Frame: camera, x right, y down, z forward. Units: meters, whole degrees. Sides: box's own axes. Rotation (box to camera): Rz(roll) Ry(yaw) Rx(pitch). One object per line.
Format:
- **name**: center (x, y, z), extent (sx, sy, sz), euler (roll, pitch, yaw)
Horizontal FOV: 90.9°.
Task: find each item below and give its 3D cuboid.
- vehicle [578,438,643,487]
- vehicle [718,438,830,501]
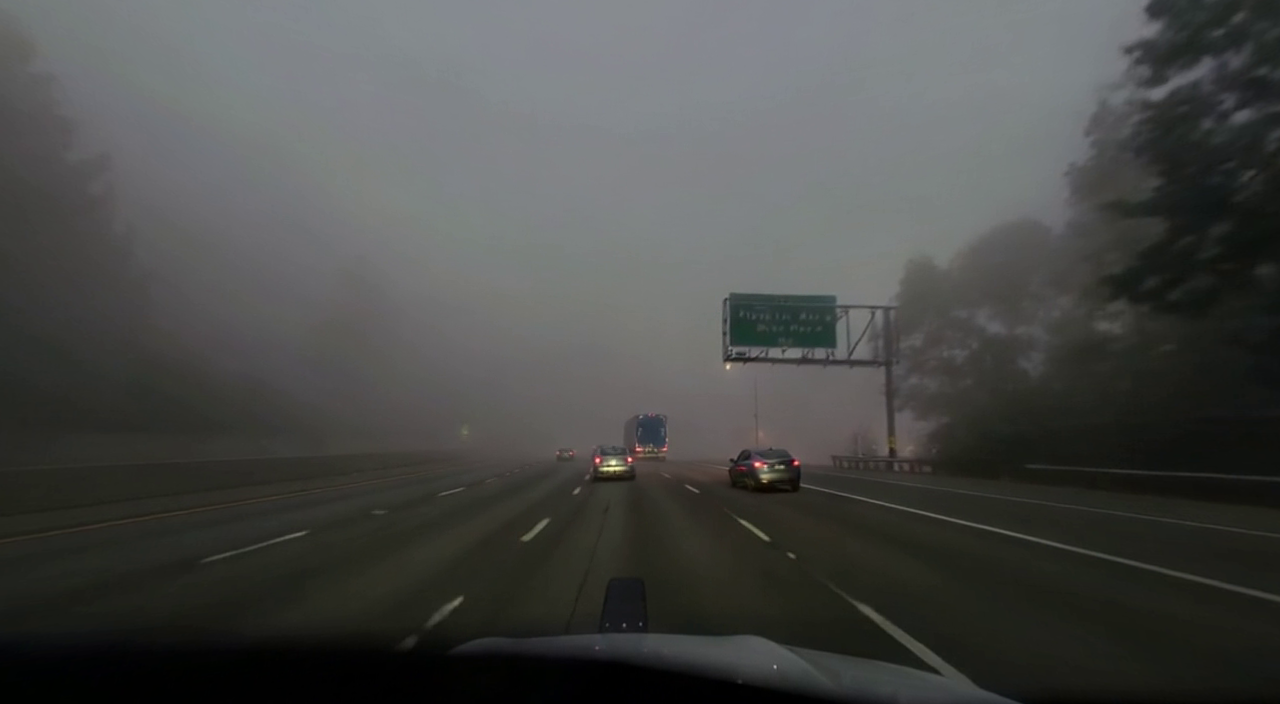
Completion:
- **vehicle**: center (-0.985, 3.762, 21.855), extent (2.020, 1.516, 3.951), euler (0, -9, -1)
- **vehicle**: center (3.502, 3.149, 17.364), extent (1.971, 1.472, 4.301), euler (0, -9, -2)
